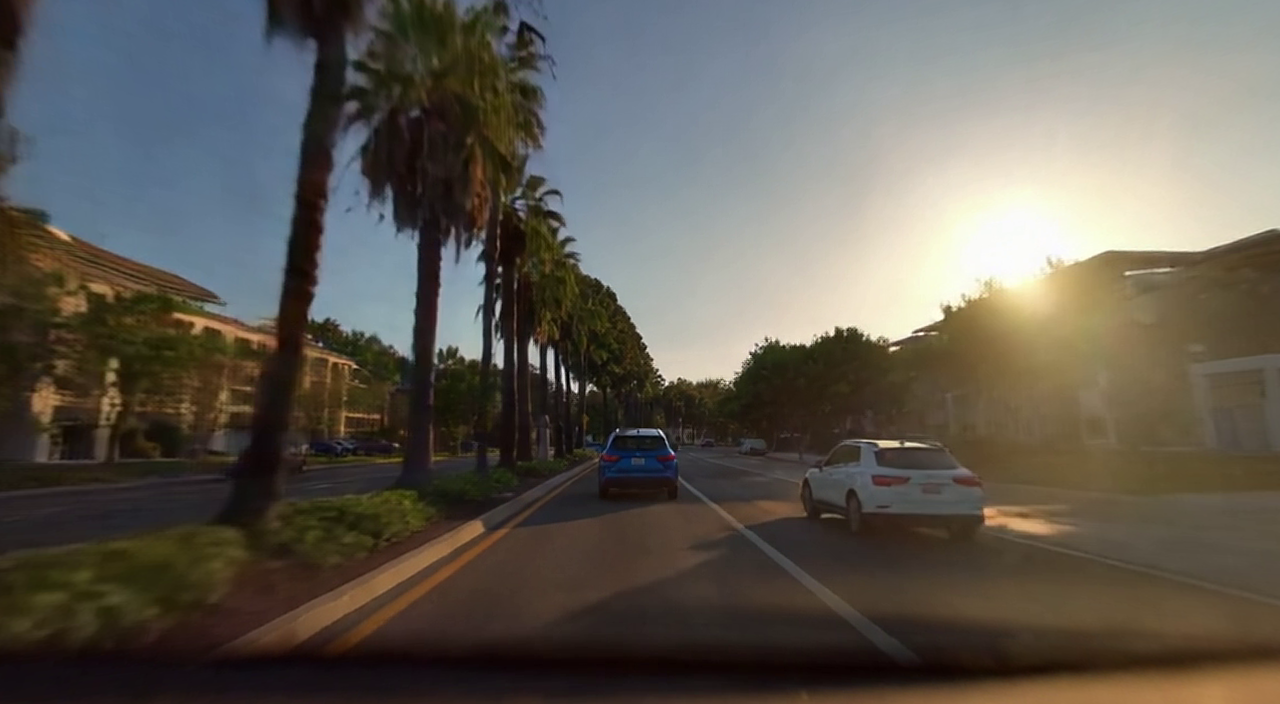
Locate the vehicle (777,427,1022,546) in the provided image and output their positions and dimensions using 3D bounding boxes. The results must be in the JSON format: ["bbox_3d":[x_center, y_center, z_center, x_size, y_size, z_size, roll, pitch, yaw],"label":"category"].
[{"bbox_3d":[3.760,2.021,10.246,1.941,1.472,4.570,0,-8,-1],"label":"vehicle"}]

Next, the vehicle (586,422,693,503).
[{"bbox_3d":[-0.038,2.631,15.443,2.239,1.693,4.301,0,-8,-1],"label":"vehicle"}]

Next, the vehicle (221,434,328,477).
[{"bbox_3d":[-17.672,4.995,30.895,2.127,1.883,5.167,0,-7,0],"label":"vehicle"}]

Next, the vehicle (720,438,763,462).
[{"bbox_3d":[6.448,6.286,40.599,1.930,1.457,4.267,0,-8,-2],"label":"vehicle"}]
